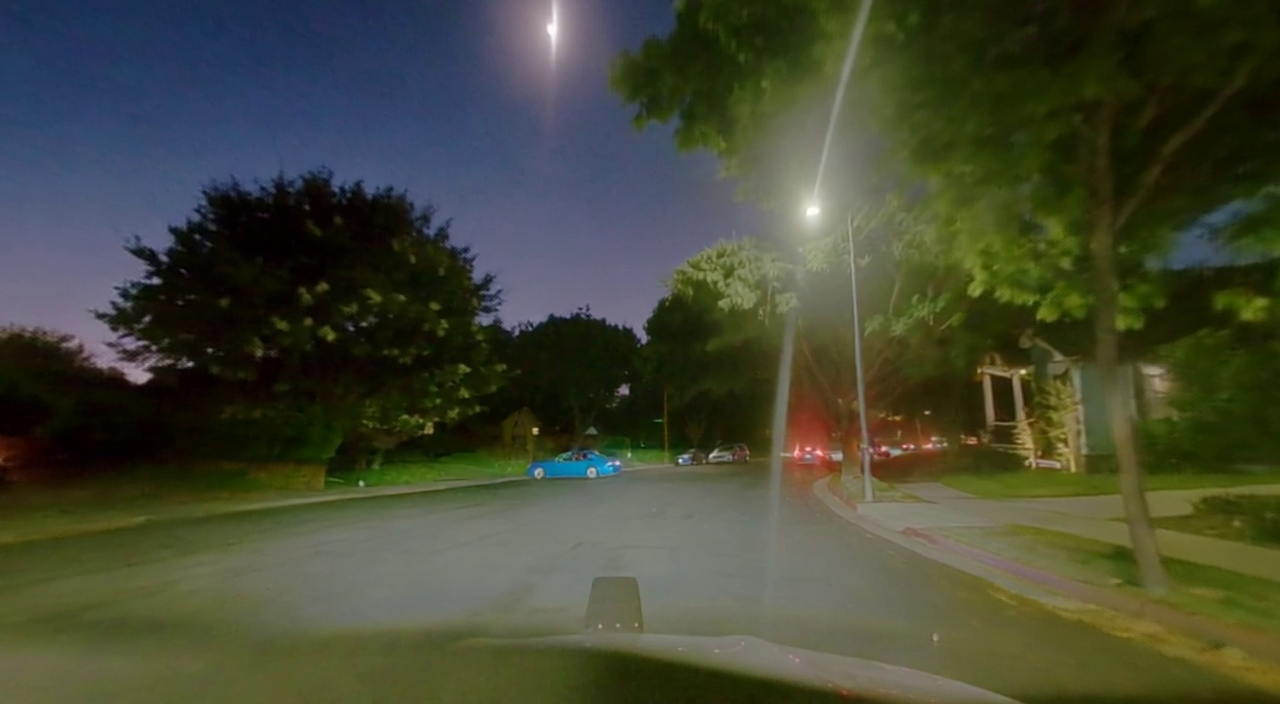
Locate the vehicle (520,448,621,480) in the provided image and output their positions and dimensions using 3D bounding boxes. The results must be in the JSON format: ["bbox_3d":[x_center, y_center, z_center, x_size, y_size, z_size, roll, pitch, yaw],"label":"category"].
[{"bbox_3d":[-3.432,5.569,31.537,4.653,1.480,1.871,-2,-9,15],"label":"vehicle"}]
